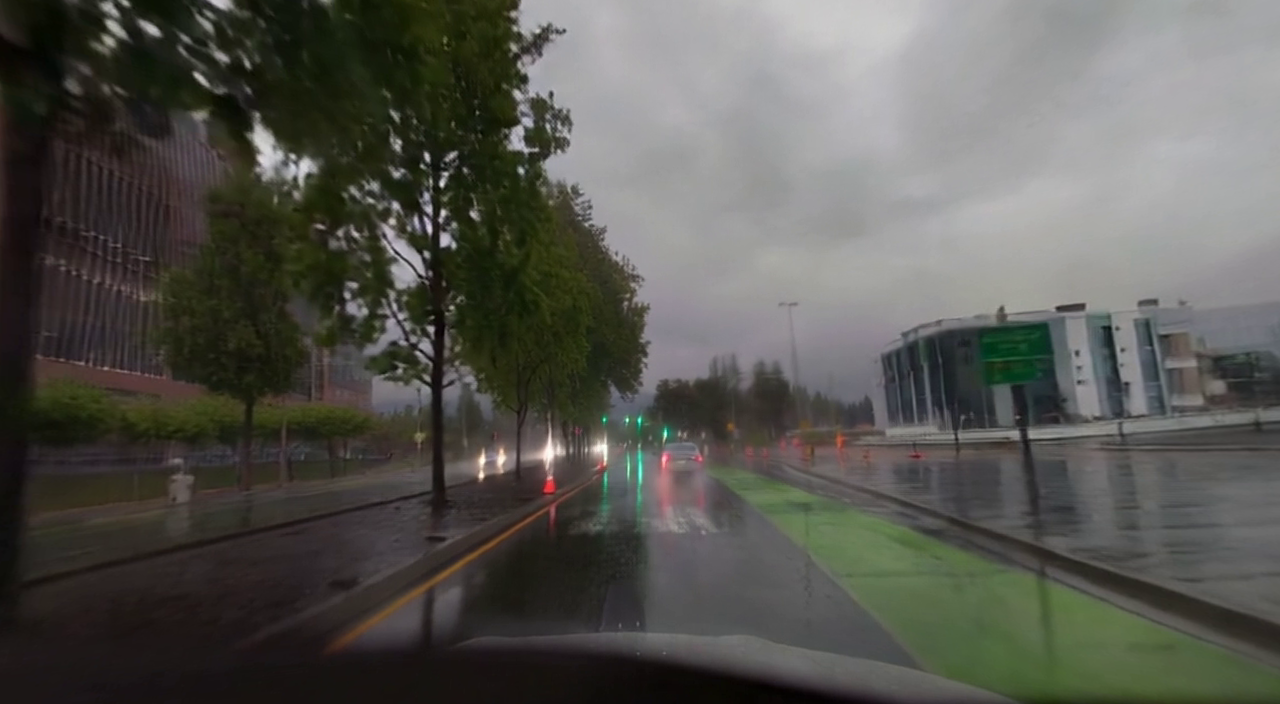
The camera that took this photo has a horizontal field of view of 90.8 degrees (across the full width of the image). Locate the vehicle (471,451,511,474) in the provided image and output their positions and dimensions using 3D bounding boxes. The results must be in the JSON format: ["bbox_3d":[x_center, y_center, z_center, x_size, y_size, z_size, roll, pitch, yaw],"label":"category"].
[{"bbox_3d":[-10.779,7.993,46.003,2.010,1.487,4.427,0,-8,-2],"label":"vehicle"}]

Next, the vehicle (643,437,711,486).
[{"bbox_3d":[1.214,3.755,22.029,2.114,1.493,4.430,0,-8,1],"label":"vehicle"}]
